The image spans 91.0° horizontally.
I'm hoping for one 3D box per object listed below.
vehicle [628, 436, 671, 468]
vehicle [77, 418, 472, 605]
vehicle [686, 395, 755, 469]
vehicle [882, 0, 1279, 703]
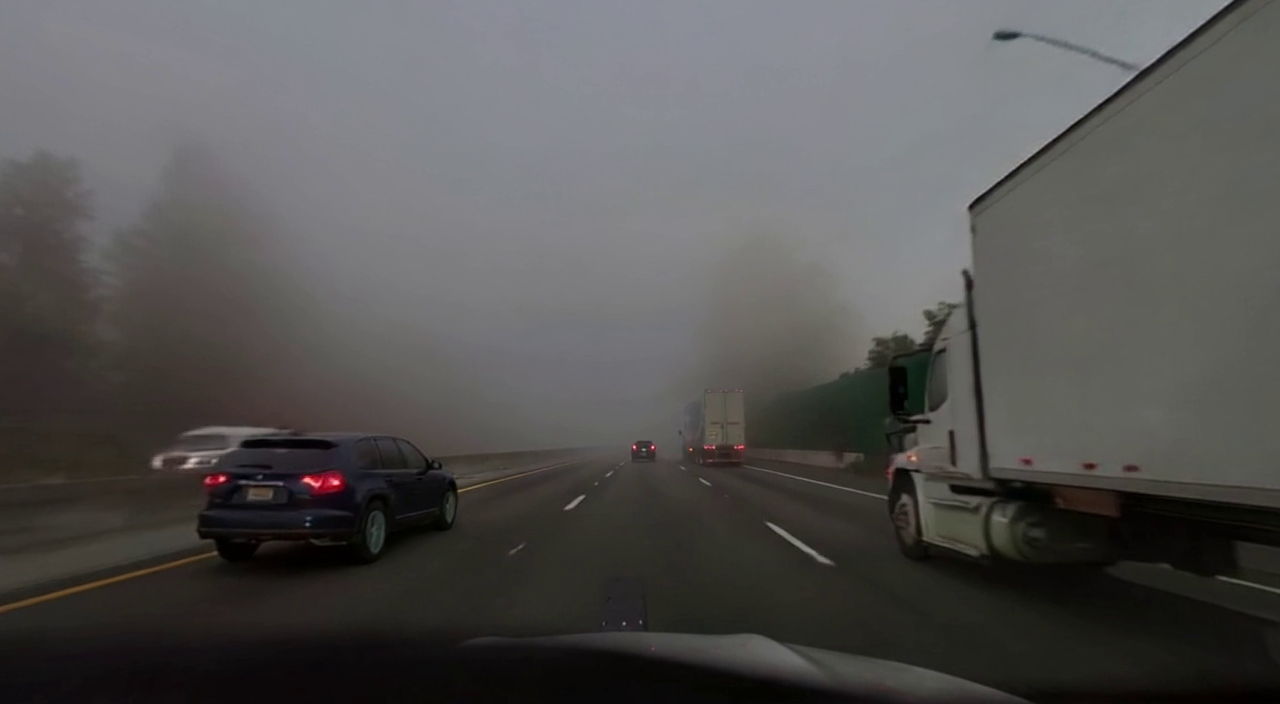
[{"bbox_3d":[0.534,5.866,37.291,2.389,1.760,4.473,0,-8,0],"label":"vehicle"},{"bbox_3d":[-3.503,1.584,7.185,1.988,1.488,4.113,0,-8,1],"label":"vehicle"},{"bbox_3d":[5.091,5.530,42.706,3.117,4.150,13.929,0,-8,1],"label":"vehicle"},{"bbox_3d":[4.137,0.066,2.981,2.742,3.383,8.285,0,-8,1],"label":"vehicle"}]
